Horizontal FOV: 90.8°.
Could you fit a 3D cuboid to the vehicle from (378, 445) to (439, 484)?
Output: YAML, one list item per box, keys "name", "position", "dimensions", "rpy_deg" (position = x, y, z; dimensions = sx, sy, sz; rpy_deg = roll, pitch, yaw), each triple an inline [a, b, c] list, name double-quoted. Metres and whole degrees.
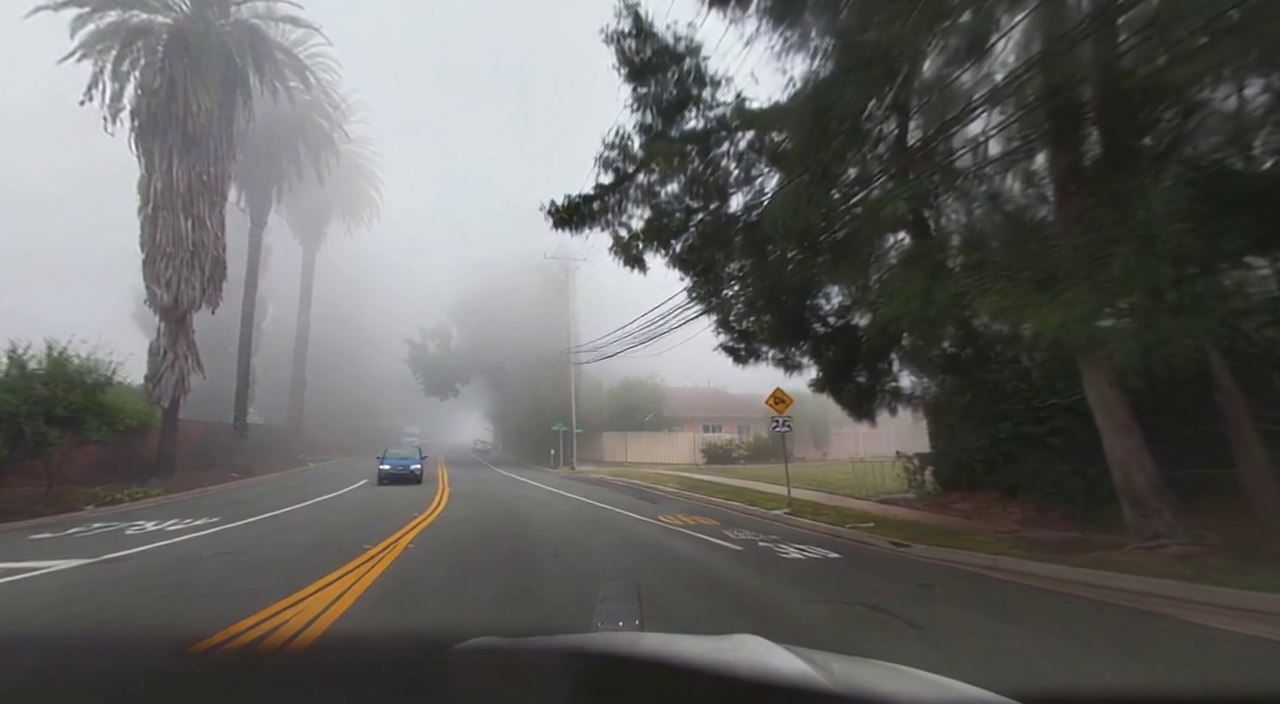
- name: "vehicle"
  position: [-9.819, 4.755, 27.114]
  dimensions: [2.061, 1.510, 4.457]
  rpy_deg: [2, -9, -16]
